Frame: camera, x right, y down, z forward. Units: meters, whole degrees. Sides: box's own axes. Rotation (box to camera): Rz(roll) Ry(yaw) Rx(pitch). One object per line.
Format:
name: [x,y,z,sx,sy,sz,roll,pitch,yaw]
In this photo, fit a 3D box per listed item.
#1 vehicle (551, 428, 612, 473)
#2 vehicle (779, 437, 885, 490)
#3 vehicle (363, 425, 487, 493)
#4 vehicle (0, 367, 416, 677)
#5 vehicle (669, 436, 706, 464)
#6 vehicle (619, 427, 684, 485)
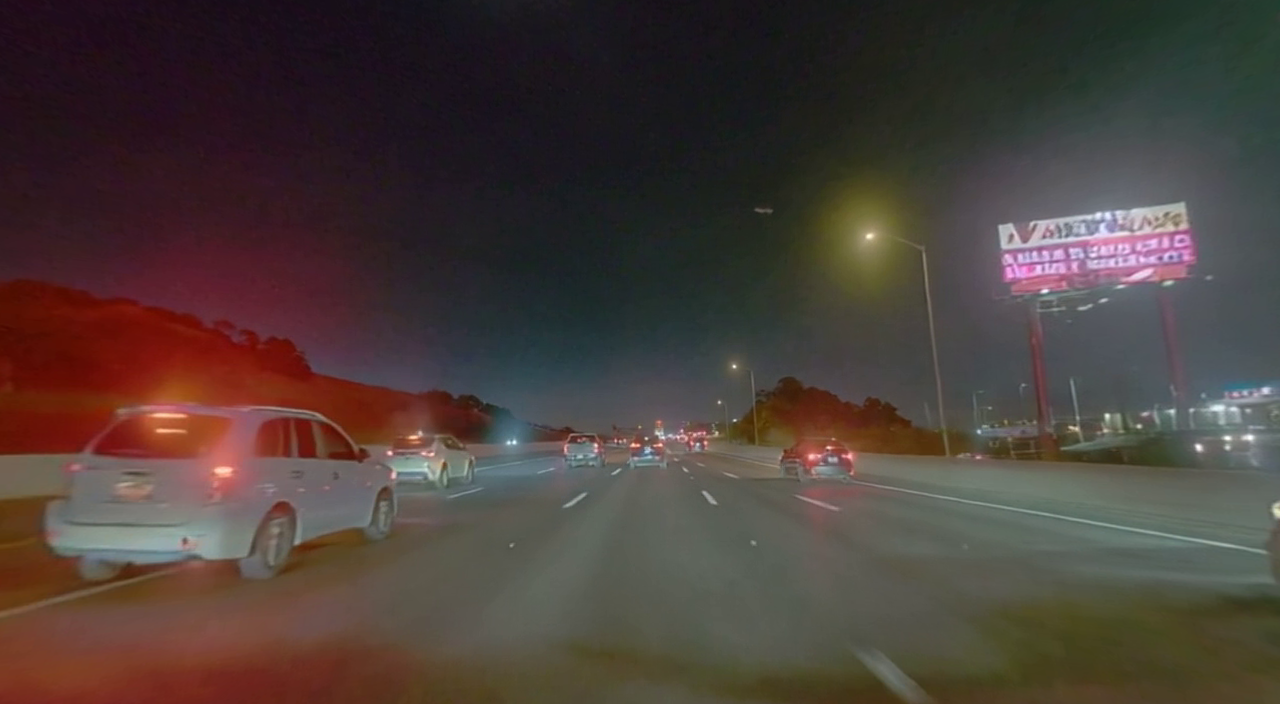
vehicle: [-2.731,4.811,30.968,2.316,1.999,5.765,0,-8,1]
vehicle: [5.950,3.497,20.163,1.998,1.456,4.338,0,-8,0]
vehicle: [-6.364,3.218,19.345,2.036,1.813,4.564,-1,-8,2]
vehicle: [-4.190,1.347,6.234,2.160,1.799,5.001,0,-8,-1]
vehicle: [3.093,6.483,41.874,2.067,1.775,4.372,0,-8,-1]
vehicle: [0.419,3.594,22.082,2.052,1.808,3.898,-1,-8,2]
